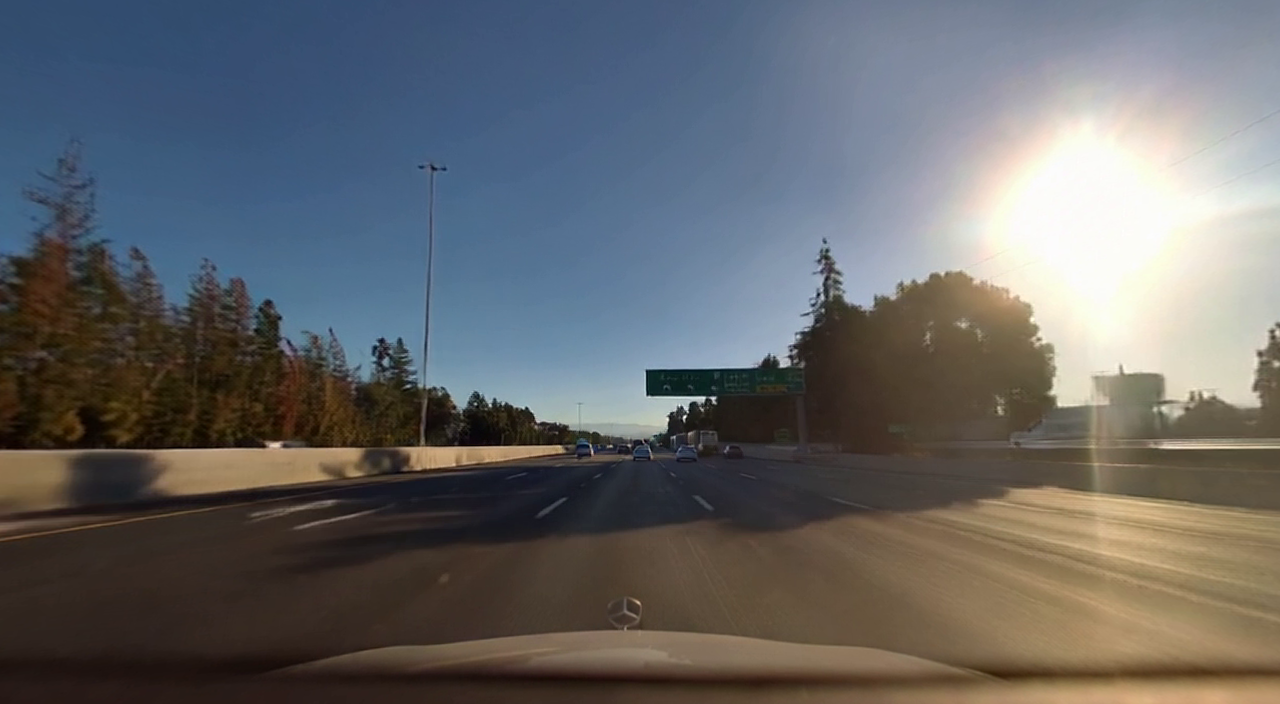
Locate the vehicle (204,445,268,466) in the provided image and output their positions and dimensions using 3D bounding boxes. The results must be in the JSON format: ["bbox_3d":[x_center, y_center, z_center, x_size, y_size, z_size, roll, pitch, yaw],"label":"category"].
[{"bbox_3d":[-31.852,8.174,49.759,1.911,1.528,4.634,0,-9,1],"label":"vehicle"}]

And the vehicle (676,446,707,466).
[{"bbox_3d":[3.944,8.053,48.941,2.076,1.506,4.050,0,-9,1],"label":"vehicle"}]
